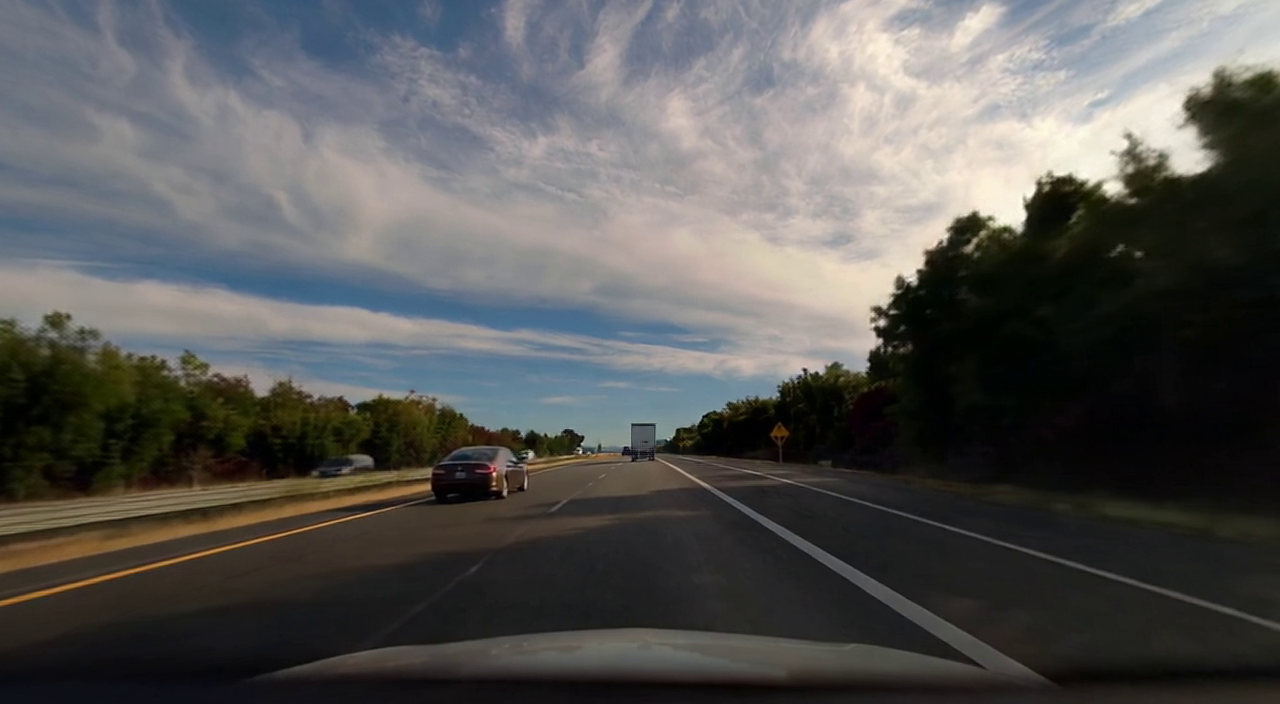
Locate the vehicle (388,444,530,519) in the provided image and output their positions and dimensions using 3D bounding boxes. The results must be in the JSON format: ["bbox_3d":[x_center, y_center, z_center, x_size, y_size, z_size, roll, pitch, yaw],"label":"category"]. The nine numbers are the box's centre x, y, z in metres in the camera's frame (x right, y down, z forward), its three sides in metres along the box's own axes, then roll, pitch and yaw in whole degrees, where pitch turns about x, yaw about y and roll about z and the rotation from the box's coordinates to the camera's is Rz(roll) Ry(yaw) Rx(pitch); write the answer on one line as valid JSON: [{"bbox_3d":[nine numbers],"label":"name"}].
[{"bbox_3d":[-3.918,2.875,14.489,1.955,1.438,4.100,-1,-9,1],"label":"vehicle"}]

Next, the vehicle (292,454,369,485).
[{"bbox_3d":[-16.587,6.301,34.110,1.847,1.470,4.497,-1,-9,1],"label":"vehicle"}]
